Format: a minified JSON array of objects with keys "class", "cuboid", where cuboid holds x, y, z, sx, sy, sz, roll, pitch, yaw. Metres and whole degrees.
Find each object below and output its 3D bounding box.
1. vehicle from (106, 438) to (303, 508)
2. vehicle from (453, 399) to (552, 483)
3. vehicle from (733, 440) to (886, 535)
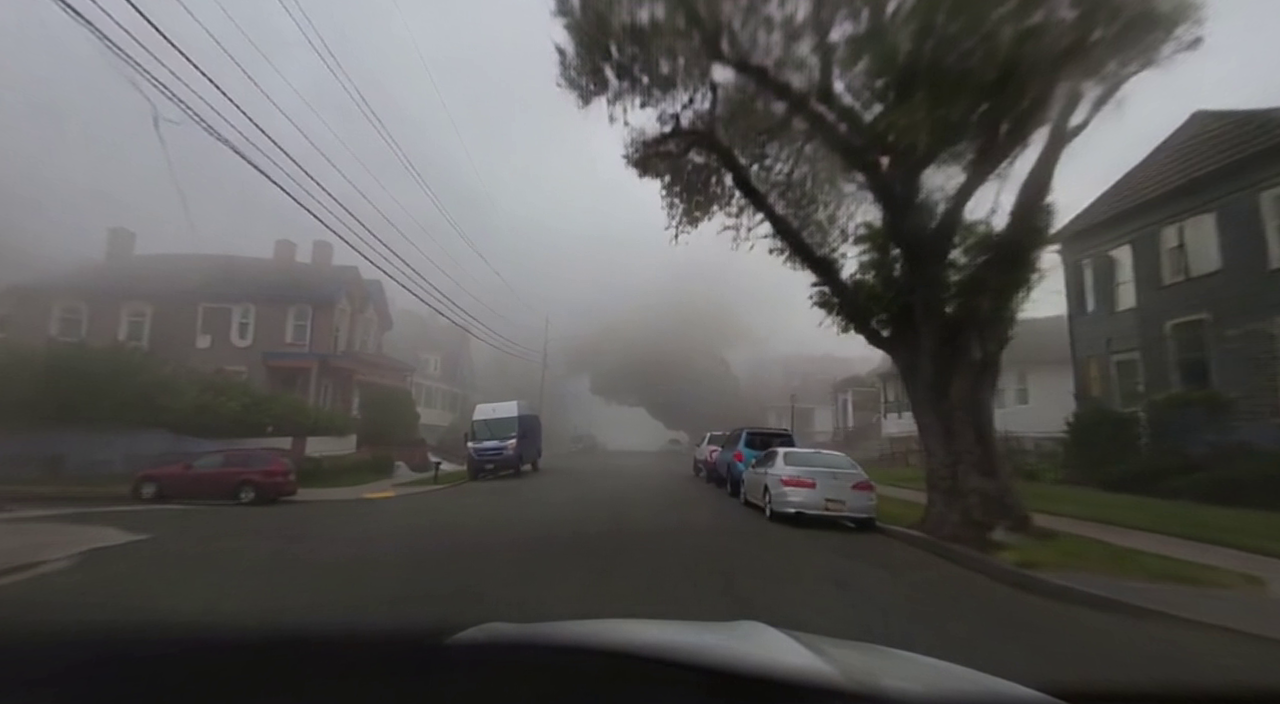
[{"class":"vehicle","cuboid":[-13.243,3.782,19.468,4.341,1.728,2.161,-2,-16,-5]},{"class":"vehicle","cuboid":[-6.569,4.313,31.371,3.115,3.562,7.695,-2,-7,0]},{"class":"vehicle","cuboid":[3.357,2.731,13.532,2.010,1.661,4.615,0,-8,0]}]
